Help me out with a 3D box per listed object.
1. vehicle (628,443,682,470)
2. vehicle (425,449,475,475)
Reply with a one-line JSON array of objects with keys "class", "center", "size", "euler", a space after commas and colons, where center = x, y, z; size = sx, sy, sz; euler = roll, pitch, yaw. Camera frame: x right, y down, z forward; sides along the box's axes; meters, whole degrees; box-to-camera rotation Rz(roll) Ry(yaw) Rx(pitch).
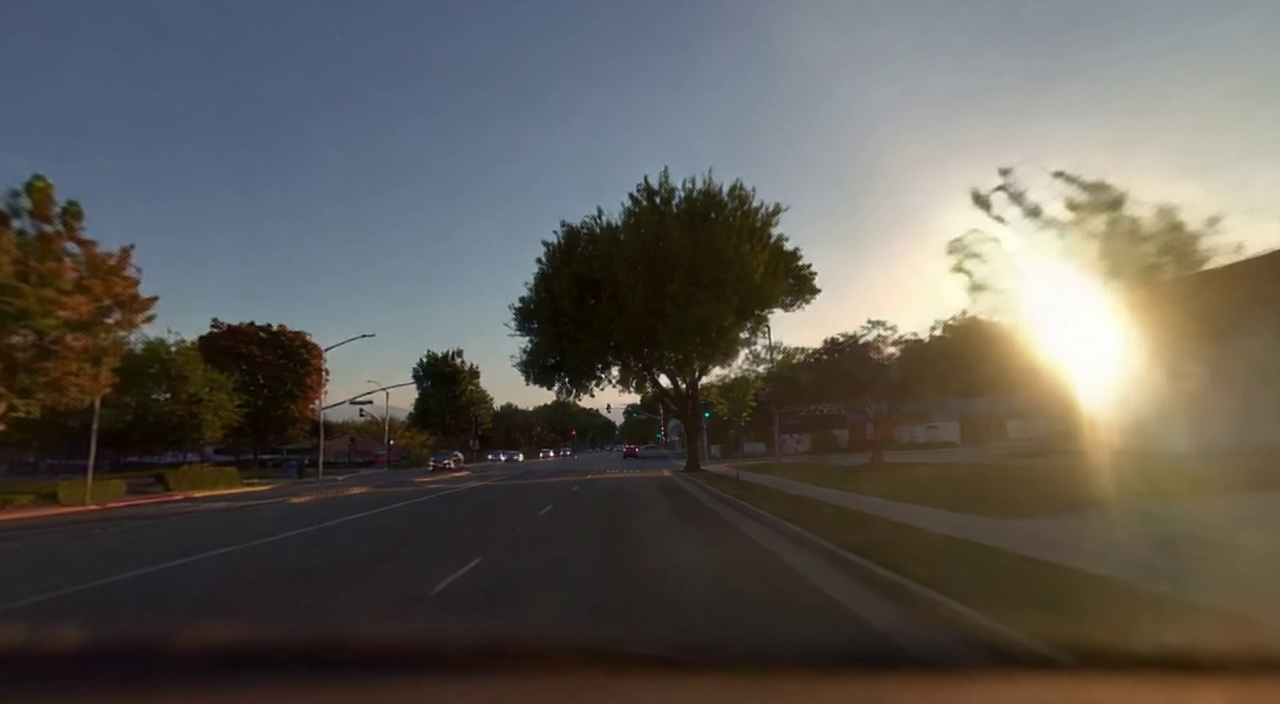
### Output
[{"class": "vehicle", "center": [1.071, 6.742, 40.845], "size": [2.191, 1.607, 4.361], "euler": [-3, -9, 21]}, {"class": "vehicle", "center": [-13.257, 7.695, 44.214], "size": [2.145, 1.660, 4.423], "euler": [0, -9, 0]}]
